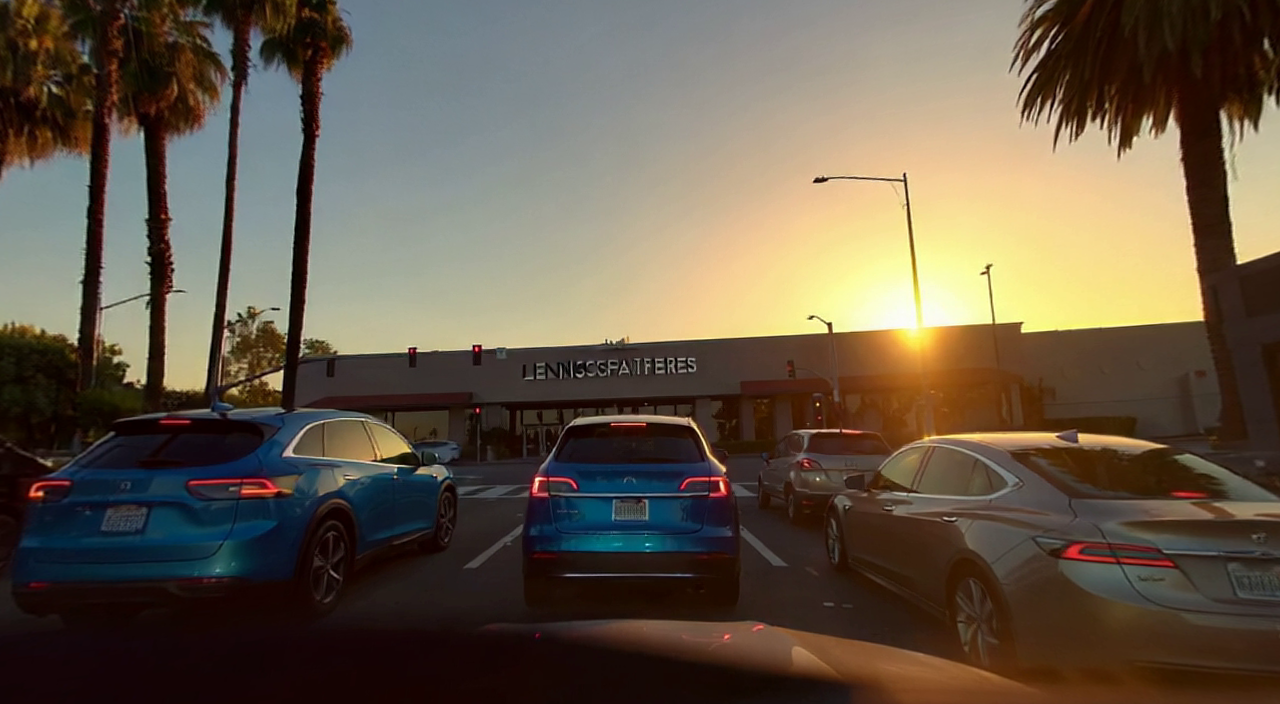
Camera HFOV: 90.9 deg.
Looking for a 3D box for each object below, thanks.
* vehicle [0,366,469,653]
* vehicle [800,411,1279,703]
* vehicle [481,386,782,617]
[{"bbox_3d":[-3.335,1.282,6.128,2.014,1.755,4.360,0,-8,1],"label":"vehicle"},{"bbox_3d":[2.974,1.367,5.244,2.017,1.491,4.611,0,-8,-1],"label":"vehicle"},{"bbox_3d":[-0.114,1.457,7.057,2.280,1.747,4.361,0,-8,-1],"label":"vehicle"}]
